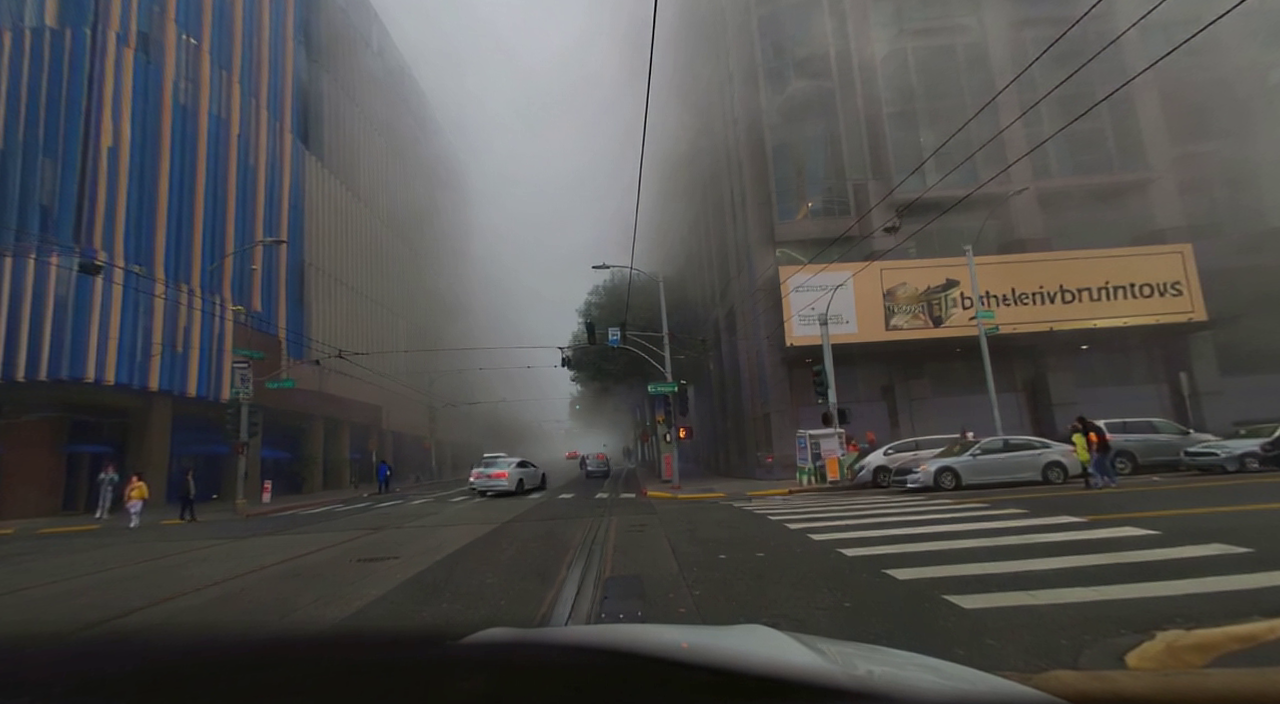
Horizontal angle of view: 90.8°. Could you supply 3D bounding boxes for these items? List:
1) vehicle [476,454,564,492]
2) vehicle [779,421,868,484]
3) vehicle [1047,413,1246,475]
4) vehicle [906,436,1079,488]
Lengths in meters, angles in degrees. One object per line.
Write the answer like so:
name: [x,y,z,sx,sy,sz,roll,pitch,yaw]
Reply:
vehicle: [-5.262,5.340,28.354,1.797,1.490,4.549,-3,-9,20]
vehicle: [7.579,4.141,26.634,2.316,2.425,4.466,1,-7,-2]
vehicle: [16.754,3.057,21.078,4.944,1.946,1.952,0,-8,-3]
vehicle: [11.388,3.547,20.576,4.697,1.510,1.596,0,-9,-4]
